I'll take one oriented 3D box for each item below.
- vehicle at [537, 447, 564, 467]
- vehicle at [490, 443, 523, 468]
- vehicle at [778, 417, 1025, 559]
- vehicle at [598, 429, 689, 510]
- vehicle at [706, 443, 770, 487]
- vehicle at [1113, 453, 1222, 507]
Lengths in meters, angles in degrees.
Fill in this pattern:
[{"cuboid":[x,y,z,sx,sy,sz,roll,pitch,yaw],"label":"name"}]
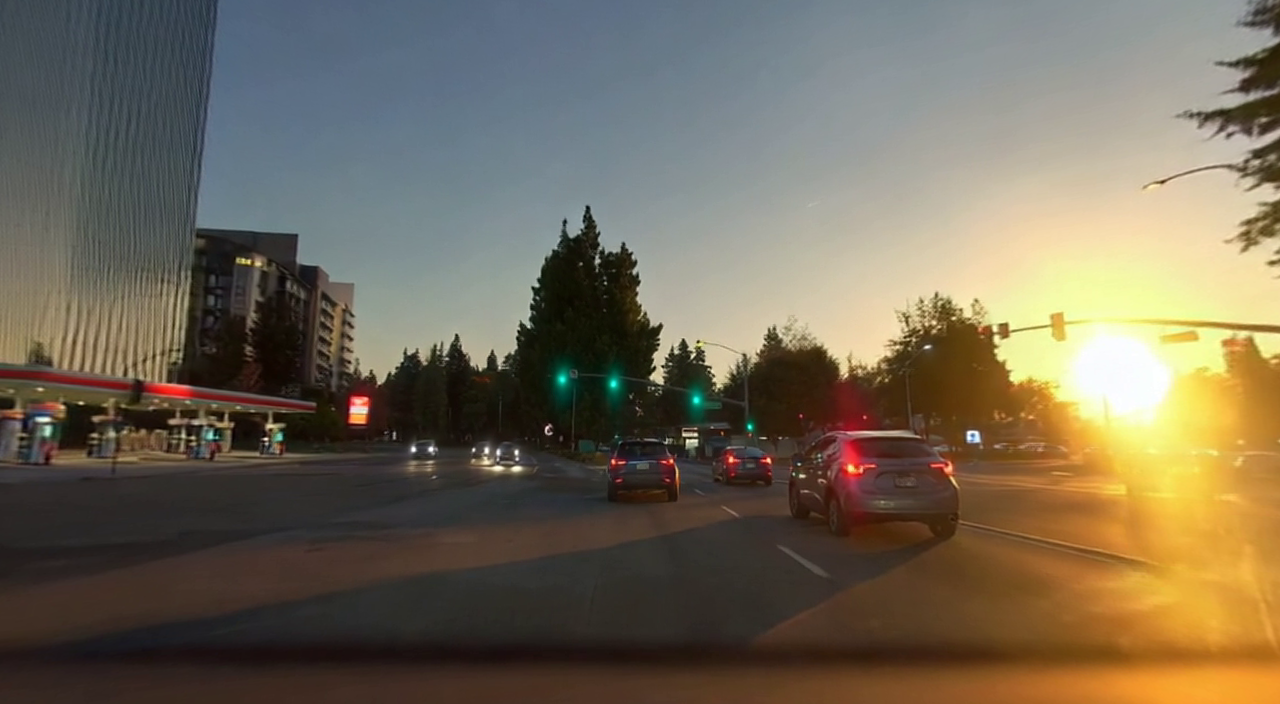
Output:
[{"cuboid":[-6.993,8.146,48.999,1.987,1.505,4.337,1,-9,-9],"label":"vehicle"},{"cuboid":[-9.830,7.646,46.755,1.992,1.755,4.283,1,-9,-7],"label":"vehicle"},{"cuboid":[3.745,2.009,10.022,2.000,1.745,4.206,0,-8,-2],"label":"vehicle"},{"cuboid":[0.040,2.937,16.218,2.051,1.798,4.168,0,-8,-1],"label":"vehicle"},{"cuboid":[3.780,4.391,24.778,1.800,1.592,3.658,0,-9,-2],"label":"vehicle"},{"cuboid":[16.760,4.008,20.235,2.057,1.473,4.462,-5,-10,33],"label":"vehicle"}]
